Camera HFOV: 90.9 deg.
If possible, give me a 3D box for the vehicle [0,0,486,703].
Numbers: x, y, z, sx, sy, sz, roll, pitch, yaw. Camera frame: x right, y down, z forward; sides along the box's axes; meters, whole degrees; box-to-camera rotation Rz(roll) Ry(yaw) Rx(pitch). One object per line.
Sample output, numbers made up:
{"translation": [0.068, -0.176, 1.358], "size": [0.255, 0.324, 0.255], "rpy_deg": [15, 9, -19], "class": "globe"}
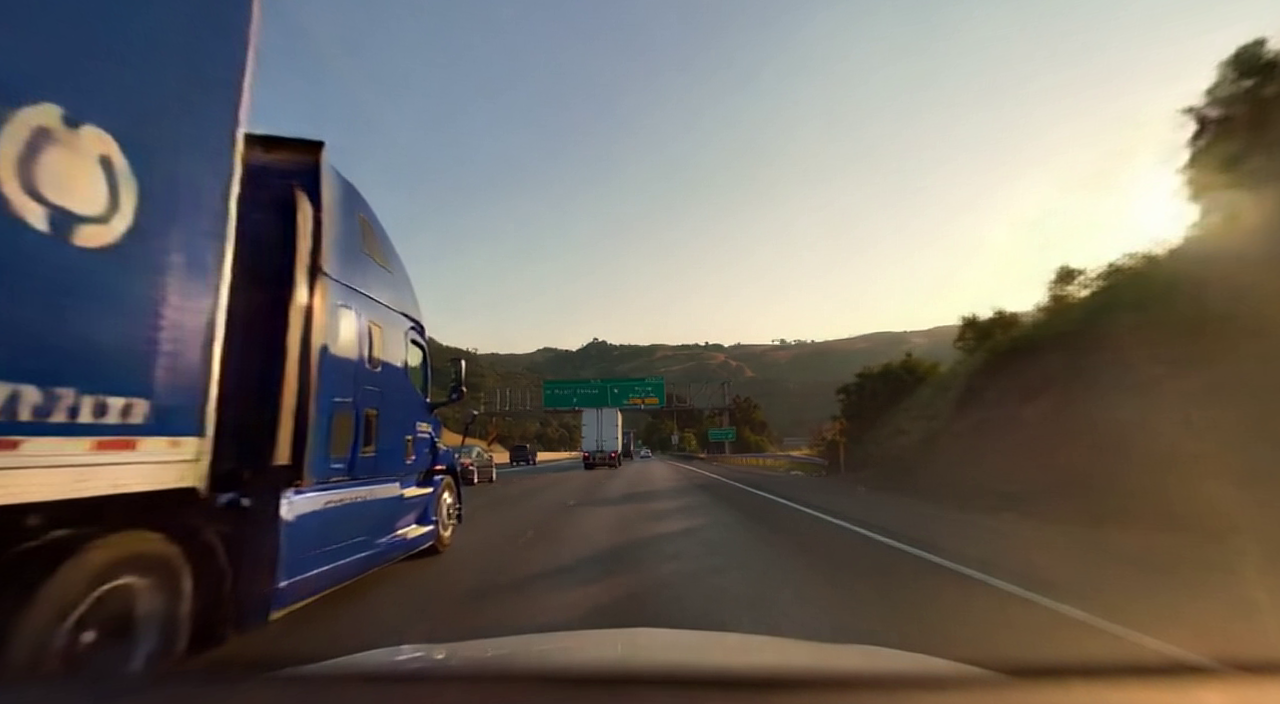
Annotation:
{"translation": [-3.247, 0.010, 3.305], "size": [2.958, 4.002, 7.575], "rpy_deg": [0, -8, 0], "class": "vehicle"}
